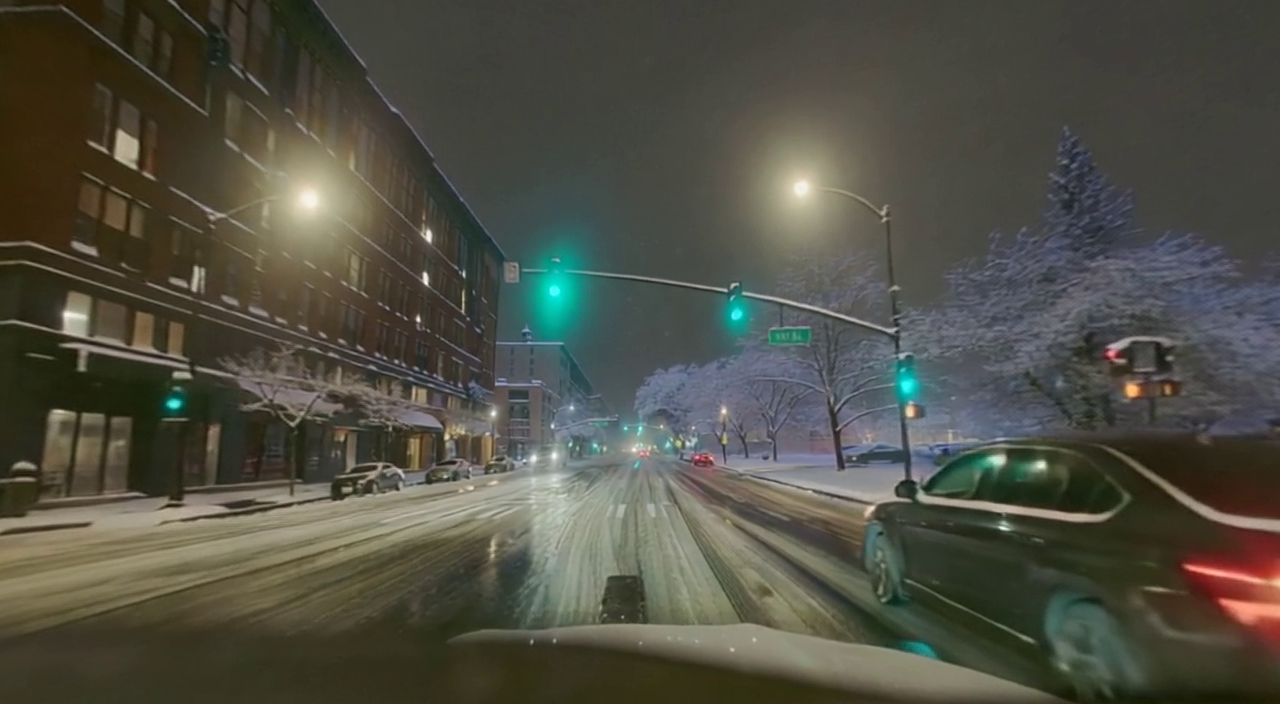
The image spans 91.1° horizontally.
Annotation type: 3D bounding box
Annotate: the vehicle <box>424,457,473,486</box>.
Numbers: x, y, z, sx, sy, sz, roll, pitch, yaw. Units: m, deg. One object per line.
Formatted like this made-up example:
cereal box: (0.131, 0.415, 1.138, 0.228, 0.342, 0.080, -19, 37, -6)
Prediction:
vehicle: (-12.172, 7.588, 40.206, 1.867, 1.583, 4.108, -1, -8, 0)

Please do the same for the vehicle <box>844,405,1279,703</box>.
vehicle: (3.105, 1.250, 4.039, 2.080, 1.524, 4.348, 0, -9, -1)

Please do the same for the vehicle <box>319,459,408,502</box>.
vehicle: (-12.200, 5.676, 28.080, 1.910, 1.511, 4.565, -1, -7, 0)
